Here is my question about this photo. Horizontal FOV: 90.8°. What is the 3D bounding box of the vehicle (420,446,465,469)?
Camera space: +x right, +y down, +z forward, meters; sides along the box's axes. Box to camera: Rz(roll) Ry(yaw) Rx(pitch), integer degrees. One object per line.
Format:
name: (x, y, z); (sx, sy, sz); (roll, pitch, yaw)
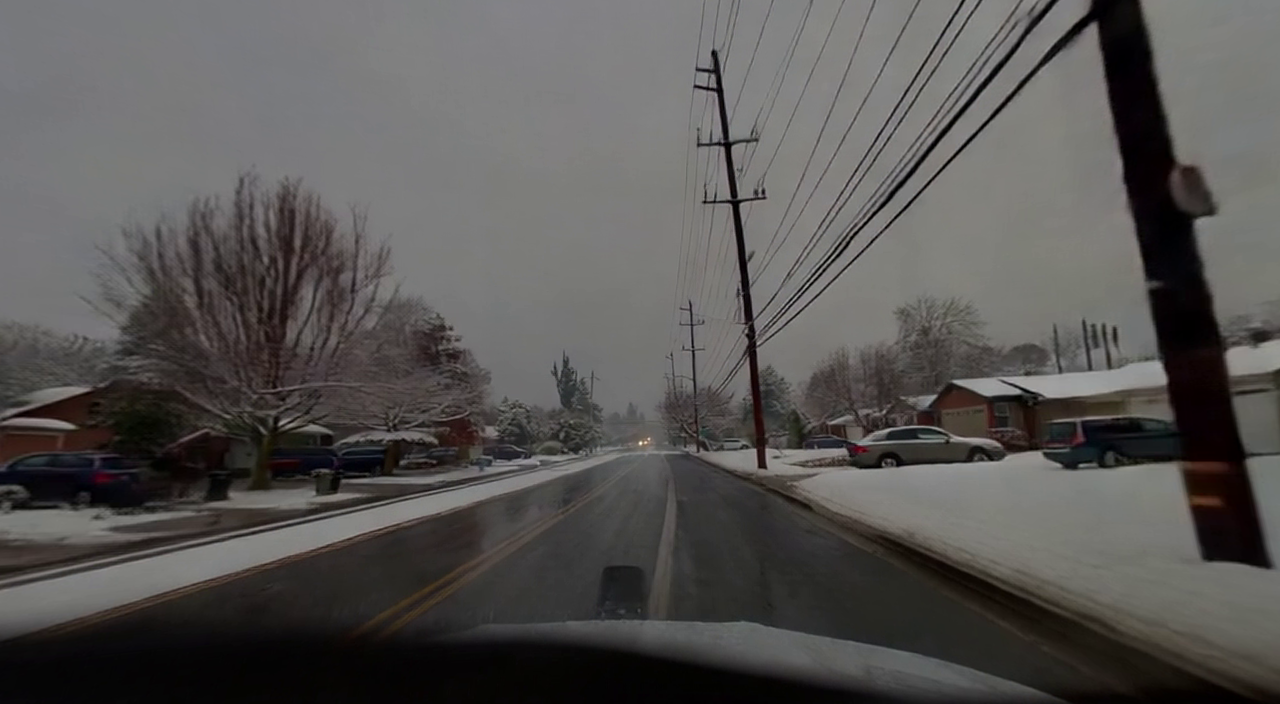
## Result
vehicle: (-14.996, 8.024, 48.203); (1.816, 1.614, 4.866); (0, -8, 1)

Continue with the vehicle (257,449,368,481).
vehicle: (-16.460, 5.685, 31.923); (4.519, 1.508, 2.018); (0, -8, 3)

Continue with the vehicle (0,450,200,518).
vehicle: (-14.259, 3.368, 16.417); (4.260, 1.588, 1.927); (-1, -8, 5)

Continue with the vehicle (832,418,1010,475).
vehicle: (9.299, 3.152, 21.225); (4.952, 1.775, 2.089); (0, -8, -1)

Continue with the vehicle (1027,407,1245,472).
vehicle: (13.000, 2.332, 16.795); (4.122, 1.610, 1.888); (0, -8, 2)
